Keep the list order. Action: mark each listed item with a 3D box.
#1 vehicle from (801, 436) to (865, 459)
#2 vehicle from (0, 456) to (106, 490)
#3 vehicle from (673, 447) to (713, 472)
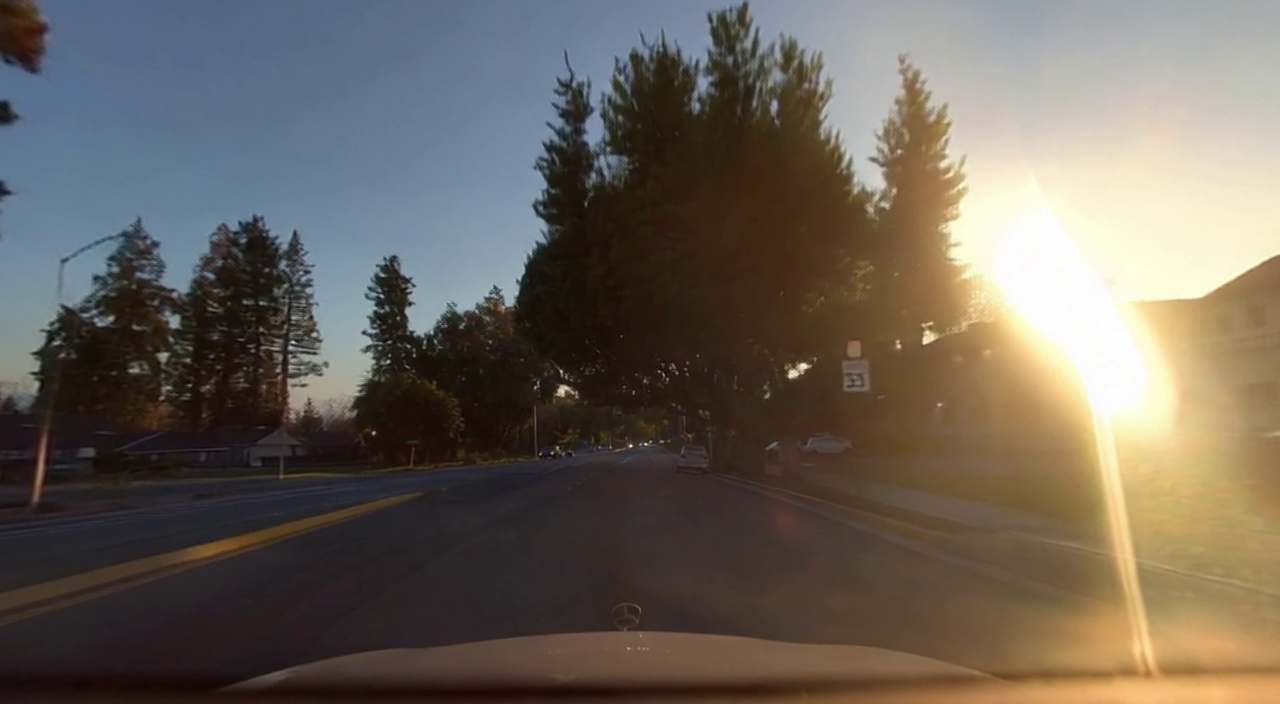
[{"bbox_3d":[14.701,7.311,48.305,4.290,1.717,2.013,-1,-9,5],"label":"vehicle"},{"bbox_3d":[-35.836,7.305,38.537,2.007,1.822,4.919,0,-9,2],"label":"vehicle"},{"bbox_3d":[3.317,6.804,40.255,2.080,1.503,4.821,0,-9,0],"label":"vehicle"}]
